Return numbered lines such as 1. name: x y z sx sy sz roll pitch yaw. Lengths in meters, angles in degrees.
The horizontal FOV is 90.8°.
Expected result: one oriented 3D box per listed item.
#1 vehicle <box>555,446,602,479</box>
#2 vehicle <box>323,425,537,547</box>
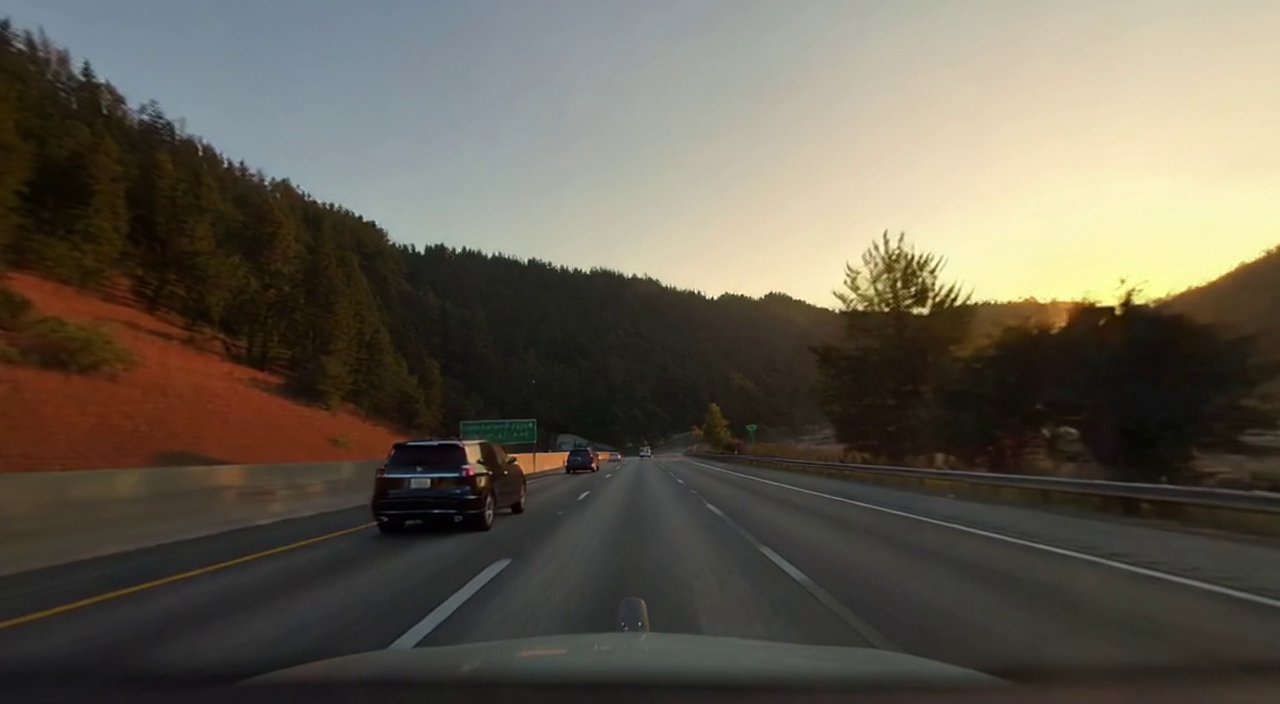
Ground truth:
1. vehicle: -3.026 5.548 31.877 1.944 1.548 4.051 0 -9 0
2. vehicle: -3.348 2.257 11.272 2.147 1.708 4.630 0 -9 1
